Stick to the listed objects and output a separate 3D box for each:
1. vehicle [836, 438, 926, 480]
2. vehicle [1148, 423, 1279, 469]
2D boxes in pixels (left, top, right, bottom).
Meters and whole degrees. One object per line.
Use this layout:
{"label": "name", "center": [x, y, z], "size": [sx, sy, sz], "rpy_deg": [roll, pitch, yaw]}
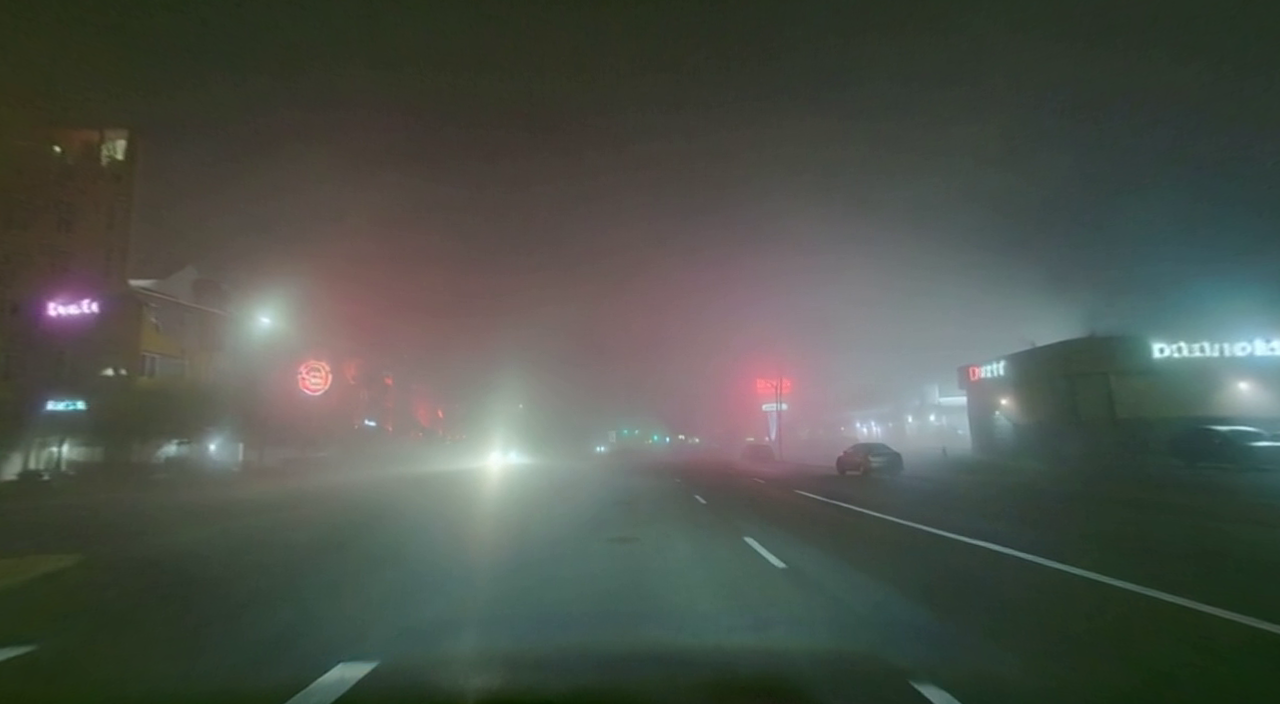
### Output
{"label": "vehicle", "center": [10.590, 4.698, 28.168], "size": [2.078, 1.688, 4.557], "rpy_deg": [1, -8, -1]}
{"label": "vehicle", "center": [20.746, 3.302, 22.216], "size": [1.760, 1.438, 4.642], "rpy_deg": [1, -8, -3]}
